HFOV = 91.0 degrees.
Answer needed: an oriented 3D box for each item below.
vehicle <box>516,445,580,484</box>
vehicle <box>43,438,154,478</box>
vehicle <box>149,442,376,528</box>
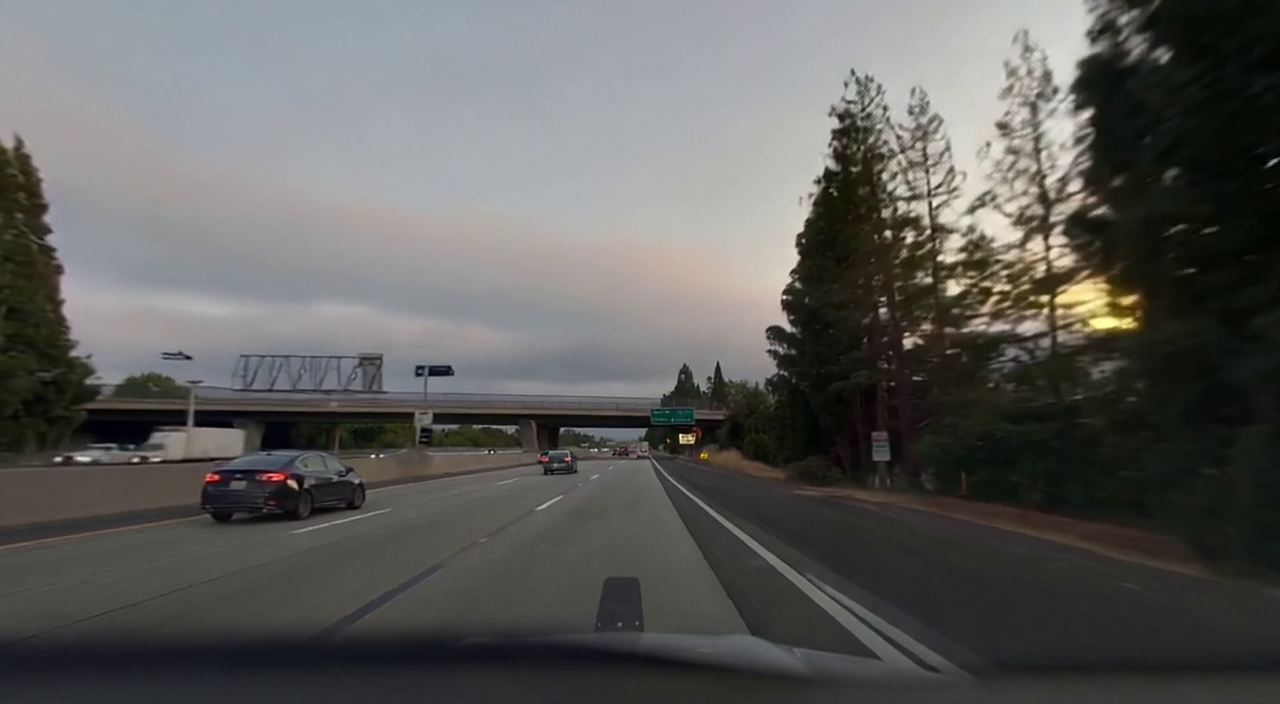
[{"bbox_3d":[-4.020,5.025,28.395,2.102,1.571,4.666,0,-9,1],"label":"vehicle"},{"bbox_3d":[-36.077,7.091,42.257,2.199,2.455,5.758,0,-9,1],"label":"vehicle"},{"bbox_3d":[-7.716,2.733,13.587,2.002,1.507,4.631,0,-9,0],"label":"vehicle"}]
